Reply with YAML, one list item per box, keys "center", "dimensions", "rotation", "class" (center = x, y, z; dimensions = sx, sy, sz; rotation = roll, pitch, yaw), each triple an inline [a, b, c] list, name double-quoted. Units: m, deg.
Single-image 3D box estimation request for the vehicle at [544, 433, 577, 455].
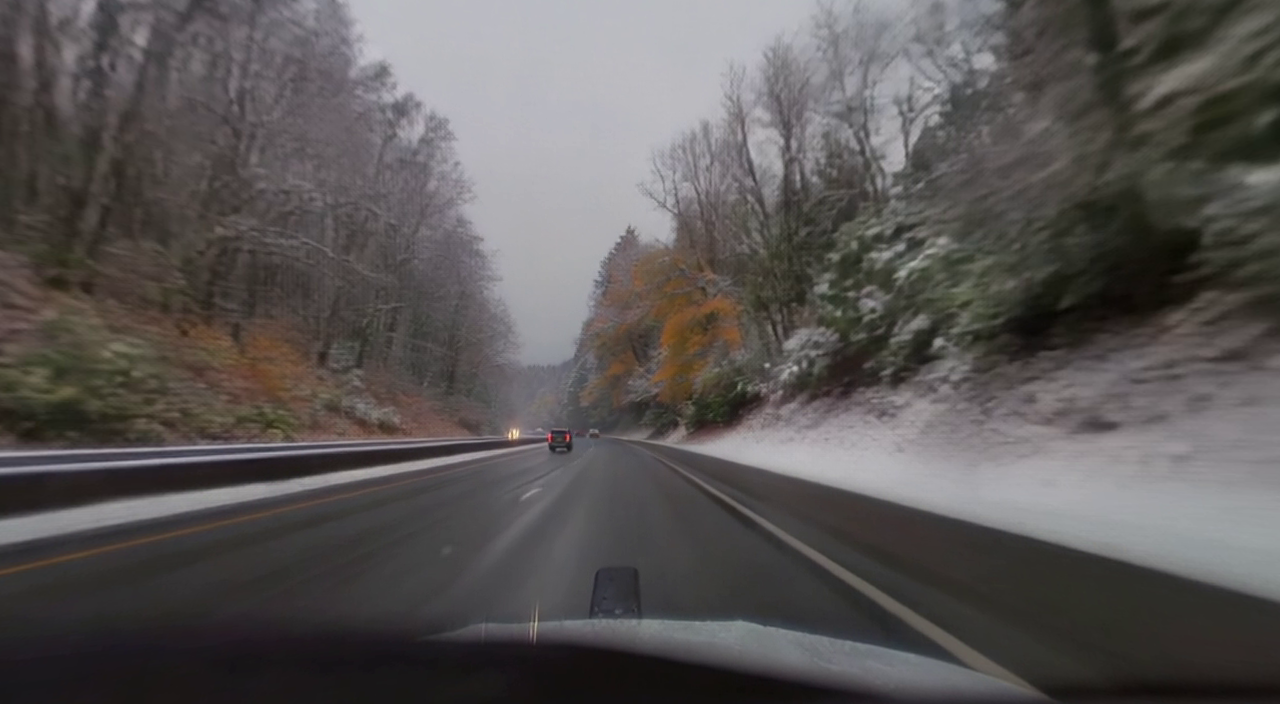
- center: [-5.929, 6.923, 47.419]
  dimensions: [2.073, 1.559, 4.393]
  rotation: [0, -8, -3]
  class: "vehicle"
